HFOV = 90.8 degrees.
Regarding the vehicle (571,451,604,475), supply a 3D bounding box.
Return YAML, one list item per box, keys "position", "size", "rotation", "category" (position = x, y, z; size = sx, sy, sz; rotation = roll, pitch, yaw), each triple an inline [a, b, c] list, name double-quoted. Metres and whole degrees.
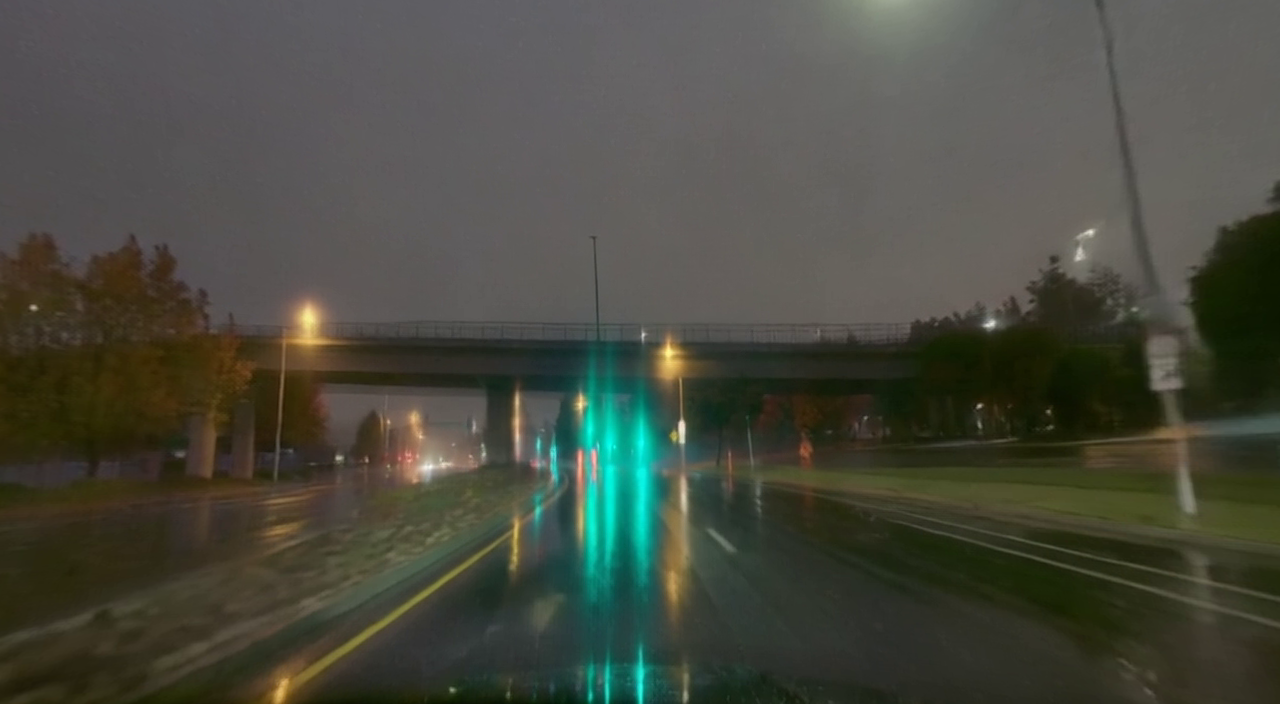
- position: [-4.135, 8.602, 49.248]
  size: [2.184, 1.713, 4.231]
  rotation: [1, -9, -9]
  category: "vehicle"
